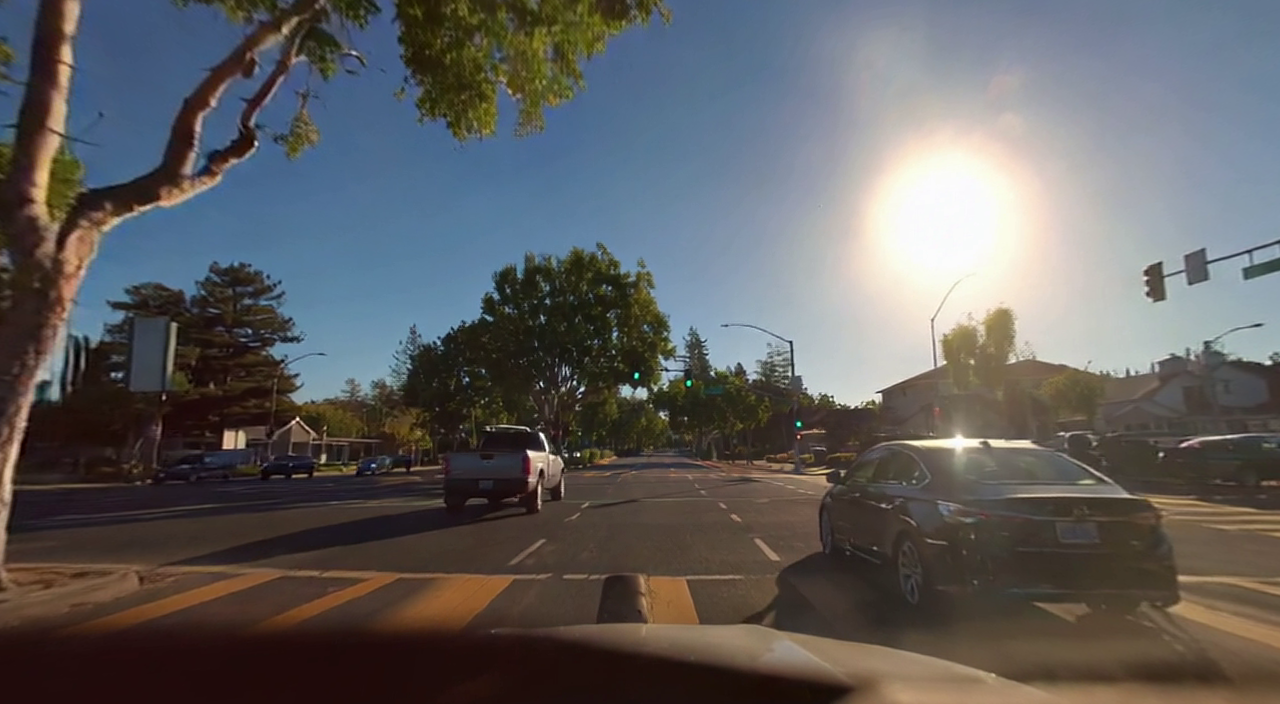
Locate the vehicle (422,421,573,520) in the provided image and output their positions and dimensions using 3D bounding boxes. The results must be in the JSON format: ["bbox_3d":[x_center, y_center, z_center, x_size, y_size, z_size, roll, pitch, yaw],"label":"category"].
[{"bbox_3d":[-3.061,2.672,14.792,2.231,1.898,4.985,0,-8,2],"label":"vehicle"}]

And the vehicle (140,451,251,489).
[{"bbox_3d":[-22.035,5.818,31.399,1.908,1.642,4.910,0,-8,0],"label":"vehicle"}]

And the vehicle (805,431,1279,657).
[{"bbox_3d":[3.282,1.589,6.418,1.990,1.454,4.490,0,-8,0],"label":"vehicle"}]

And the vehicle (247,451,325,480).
[{"bbox_3d":[-26.900,8.595,47.998,2.278,2.000,5.570,-1,-8,5],"label":"vehicle"}]
